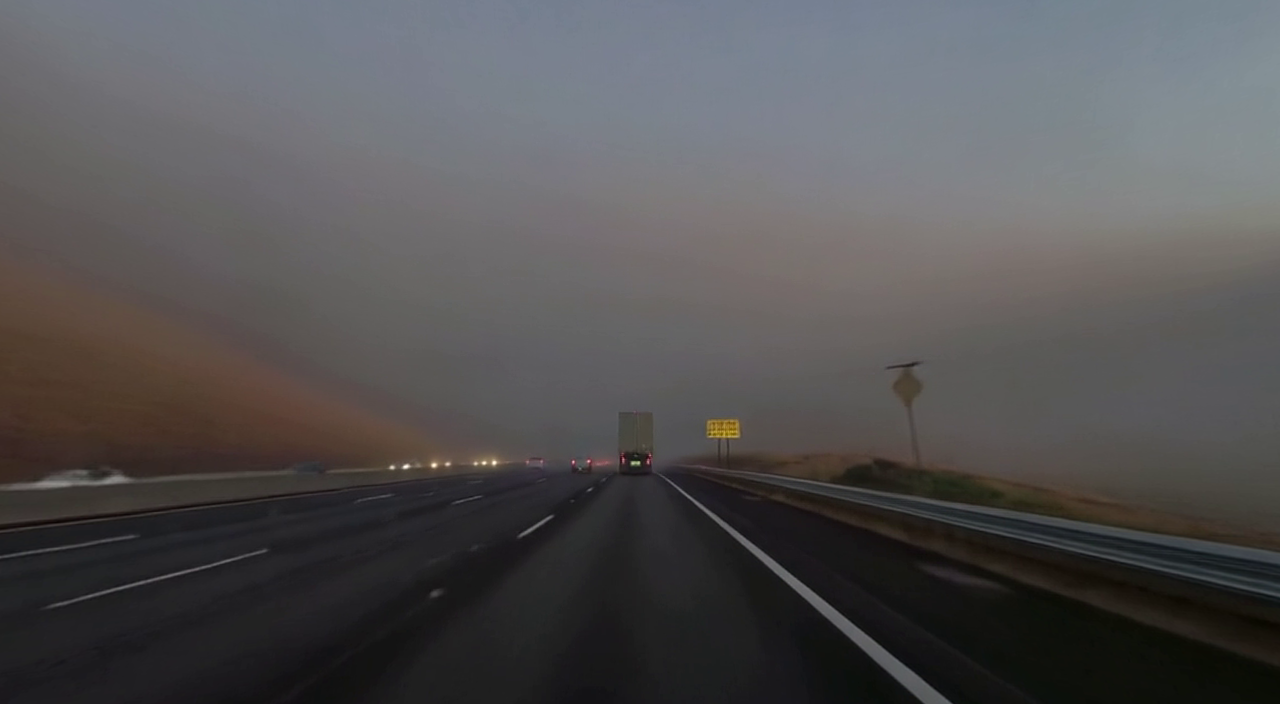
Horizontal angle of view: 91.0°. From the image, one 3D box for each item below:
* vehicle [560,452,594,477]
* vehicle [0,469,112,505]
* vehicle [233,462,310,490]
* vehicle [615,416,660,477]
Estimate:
[{"bbox_3d":[-4.566,8.228,46.316,2.053,1.746,4.508,0,-9,-1],"label":"vehicle"},{"bbox_3d":[-28.812,6.546,30.872,1.848,1.507,4.500,0,-9,0],"label":"vehicle"},{"bbox_3d":[-21.515,7.236,36.985,1.804,1.495,4.335,0,-9,1],"label":"vehicle"},{"bbox_3d":[-0.110,7.353,48.599,3.039,4.131,11.822,0,-9,1],"label":"vehicle"}]
